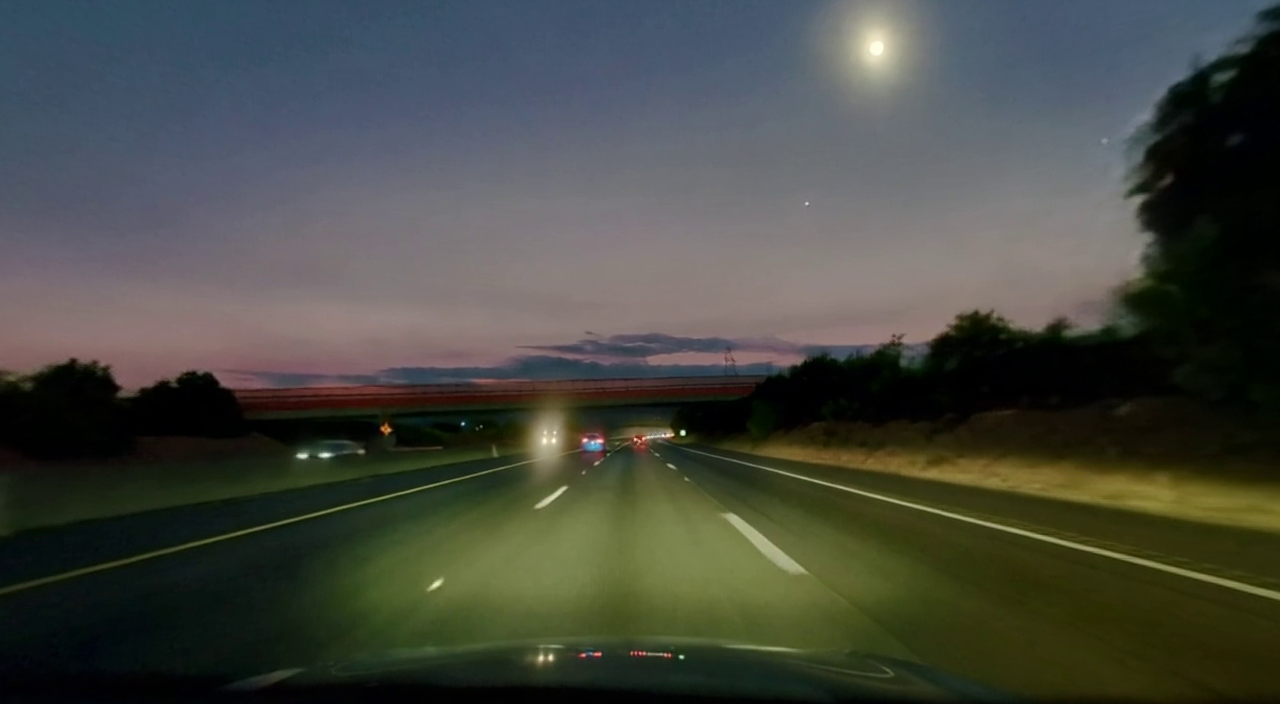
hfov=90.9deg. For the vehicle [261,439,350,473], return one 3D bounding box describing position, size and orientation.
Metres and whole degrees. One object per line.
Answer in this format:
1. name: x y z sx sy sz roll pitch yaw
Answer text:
1. vehicle: -16.421 5.082 31.278 1.867 1.512 4.741 0 -8 0
